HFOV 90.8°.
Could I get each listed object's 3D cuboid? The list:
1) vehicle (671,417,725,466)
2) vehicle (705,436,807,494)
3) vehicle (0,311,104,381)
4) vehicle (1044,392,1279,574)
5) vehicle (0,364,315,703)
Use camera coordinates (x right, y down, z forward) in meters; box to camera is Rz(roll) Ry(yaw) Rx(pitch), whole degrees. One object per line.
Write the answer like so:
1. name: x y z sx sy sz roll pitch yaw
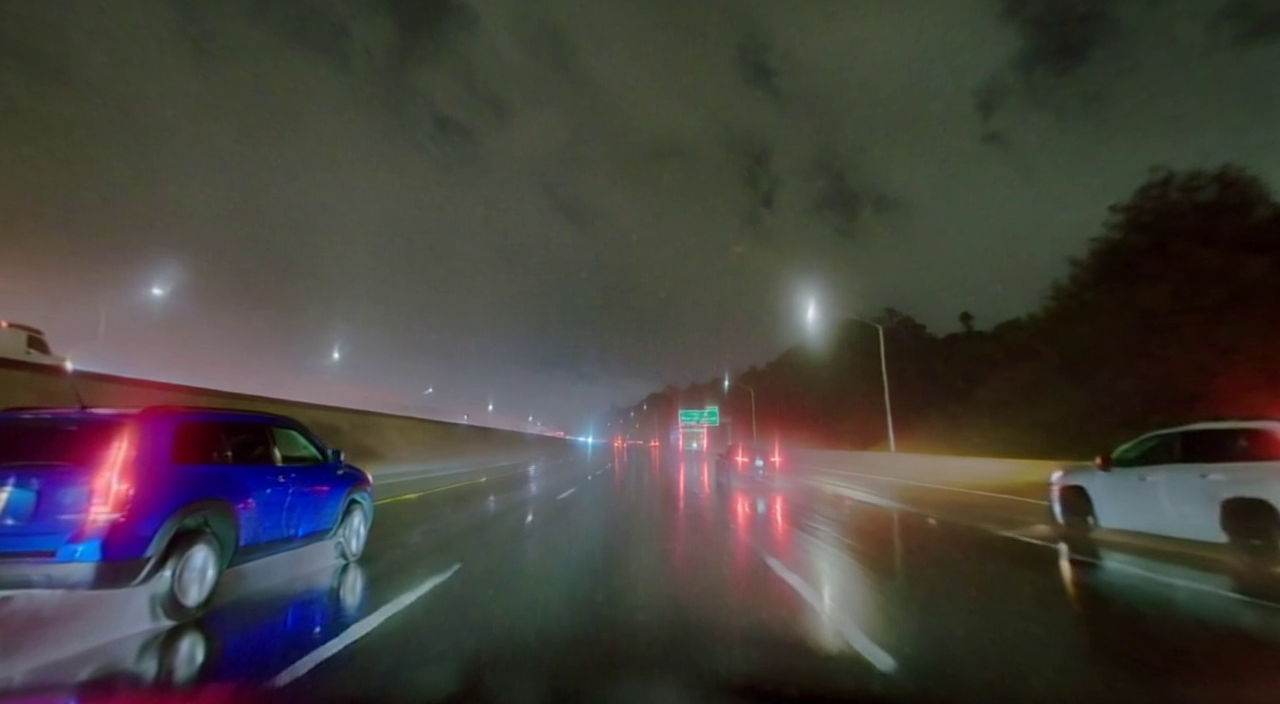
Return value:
1. vehicle: 3.429 5.510 38.911 2.629 2.718 6.740 0 -8 0
2. vehicle: 3.360 3.391 19.439 2.108 1.509 5.059 0 -8 -1
3. vehicle: -18.462 -0.232 17.858 2.044 1.573 4.964 -1 -8 3
4. vehicle: 7.162 1.382 6.934 2.184 1.712 4.856 0 -8 -1
5. vehicle: -4.130 1.010 3.888 2.000 1.646 4.201 0 -8 0
